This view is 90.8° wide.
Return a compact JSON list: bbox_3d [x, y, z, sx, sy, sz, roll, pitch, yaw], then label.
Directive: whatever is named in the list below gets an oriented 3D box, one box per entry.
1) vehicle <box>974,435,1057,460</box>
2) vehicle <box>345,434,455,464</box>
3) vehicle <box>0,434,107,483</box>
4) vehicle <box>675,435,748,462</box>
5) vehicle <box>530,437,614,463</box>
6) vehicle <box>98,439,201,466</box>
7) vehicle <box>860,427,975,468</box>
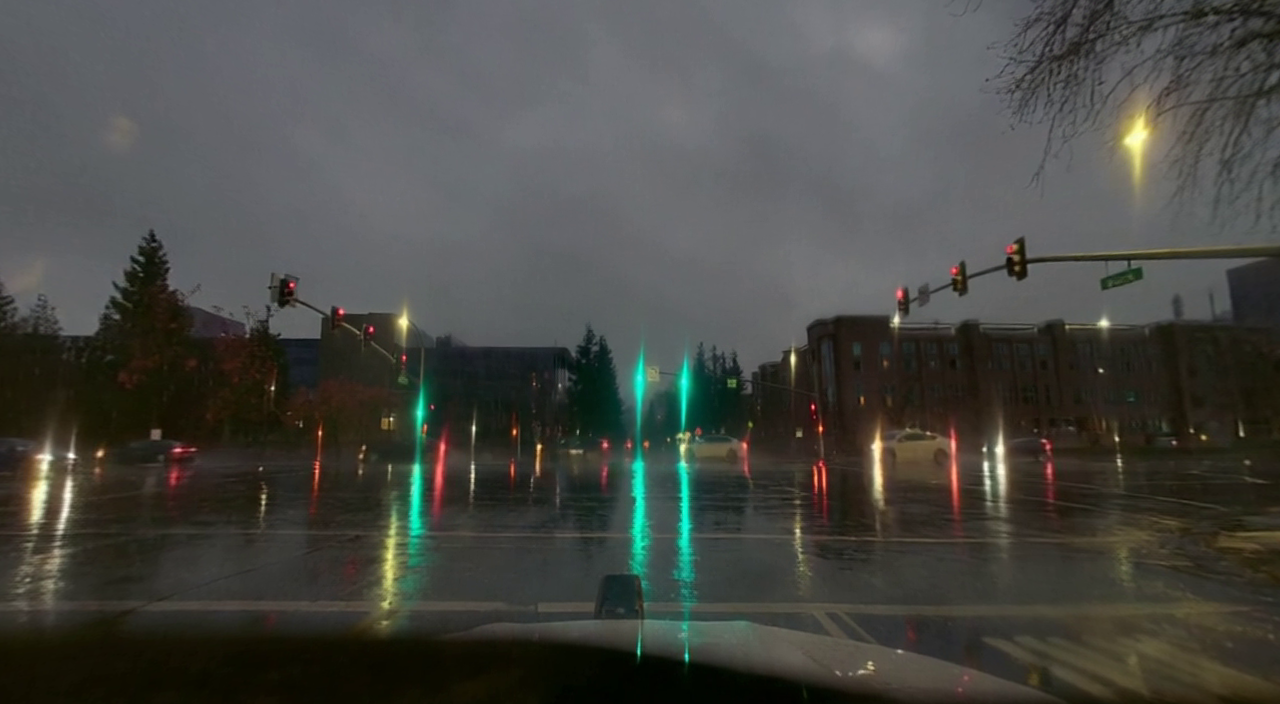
[{"bbox_3d":[23.887,6.078,40.289,4.100,1.509,1.853,0,-9,0],"label":"vehicle"},{"bbox_3d":[-15.276,6.190,40.421,6.133,1.833,2.155,-1,-9,1],"label":"vehicle"},{"bbox_3d":[-21.956,3.715,22.154,4.624,1.593,2.018,0,-9,0],"label":"vehicle"},{"bbox_3d":[4.584,6.238,41.020,4.488,1.667,1.869,-1,-9,1],"label":"vehicle"},{"bbox_3d":[-3.969,5.777,37.264,4.724,1.452,1.870,0,-9,1],"label":"vehicle"},{"bbox_3d":[-28.687,5.872,37.017,4.519,1.476,1.767,0,-9,0],"label":"vehicle"},{"bbox_3d":[13.035,4.486,29.777,4.662,1.764,2.064,2,-9,-18],"label":"vehicle"}]
